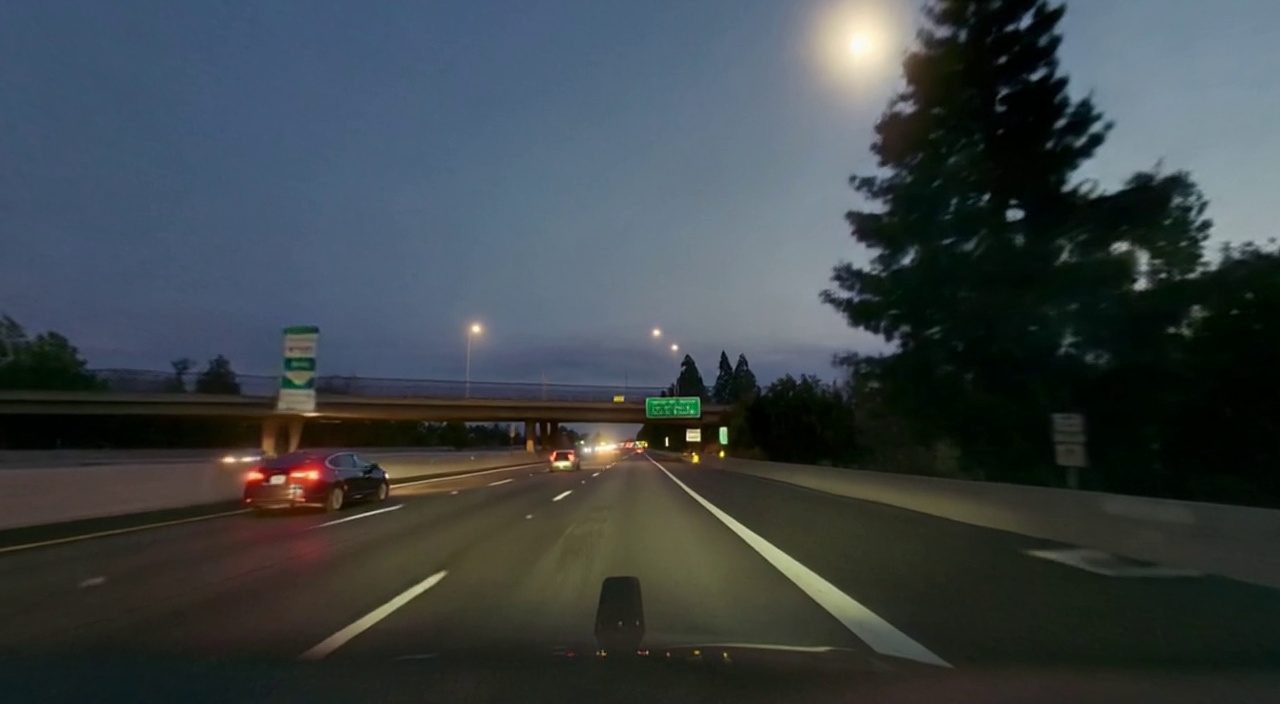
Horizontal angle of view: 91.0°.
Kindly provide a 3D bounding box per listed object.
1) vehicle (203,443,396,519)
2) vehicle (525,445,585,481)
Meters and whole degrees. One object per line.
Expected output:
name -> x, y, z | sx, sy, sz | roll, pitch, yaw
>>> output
vehicle -> -7.734, 2.947, 14.985 | 2.002, 1.507, 4.631 | 0, -9, 0
vehicle -> -3.944, 5.252, 30.127 | 2.102, 1.571, 4.666 | 0, -9, 1
